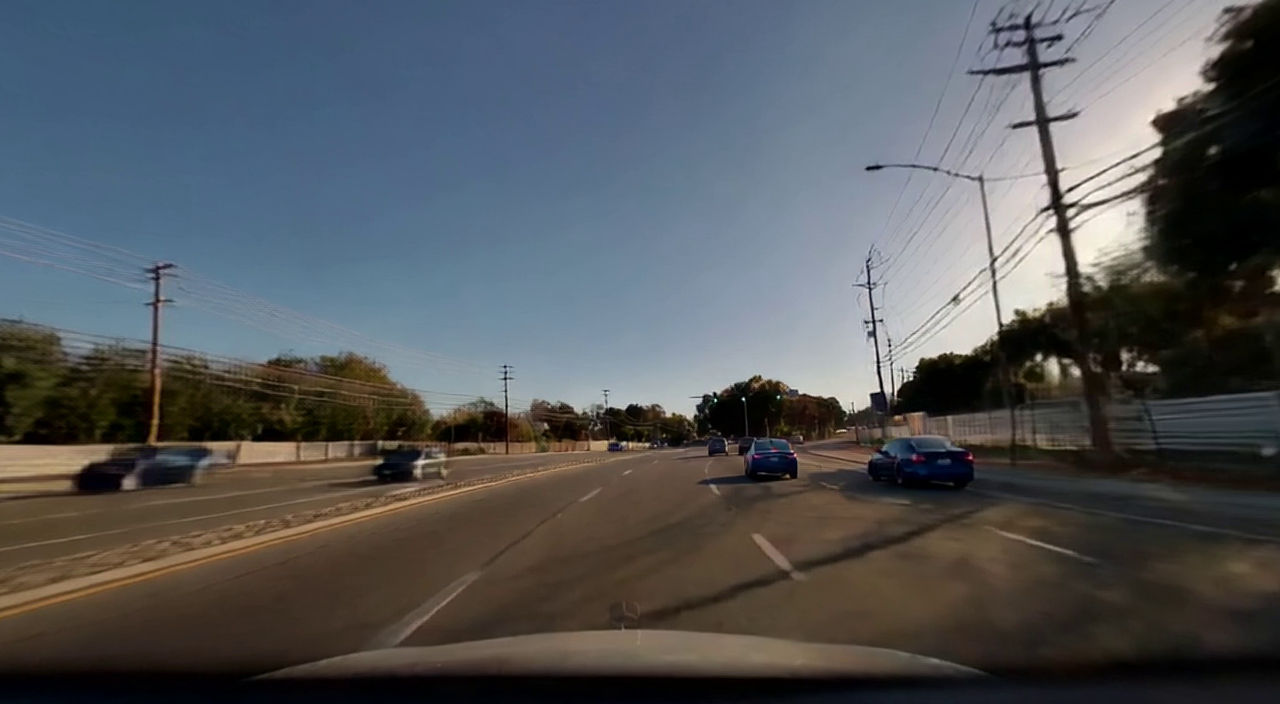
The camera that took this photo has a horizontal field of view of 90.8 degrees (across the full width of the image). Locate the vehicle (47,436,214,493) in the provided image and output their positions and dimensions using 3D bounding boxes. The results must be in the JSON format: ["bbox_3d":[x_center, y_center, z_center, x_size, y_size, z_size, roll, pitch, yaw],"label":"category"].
[{"bbox_3d":[-17.803,3.916,22.446,1.948,1.772,4.491,-1,-8,4],"label":"vehicle"}]

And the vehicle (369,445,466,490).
[{"bbox_3d":[-8.655,4.514,25.059,2.107,1.587,4.514,-1,-8,2],"label":"vehicle"}]

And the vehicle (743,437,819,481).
[{"bbox_3d":[5.073,3.895,23.337,2.035,1.460,4.392,-1,-8,3],"label":"vehicle"}]

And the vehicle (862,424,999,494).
[{"bbox_3d":[8.261,3.084,18.521,2.029,1.795,4.371,-1,-8,2],"label":"vehicle"}]
